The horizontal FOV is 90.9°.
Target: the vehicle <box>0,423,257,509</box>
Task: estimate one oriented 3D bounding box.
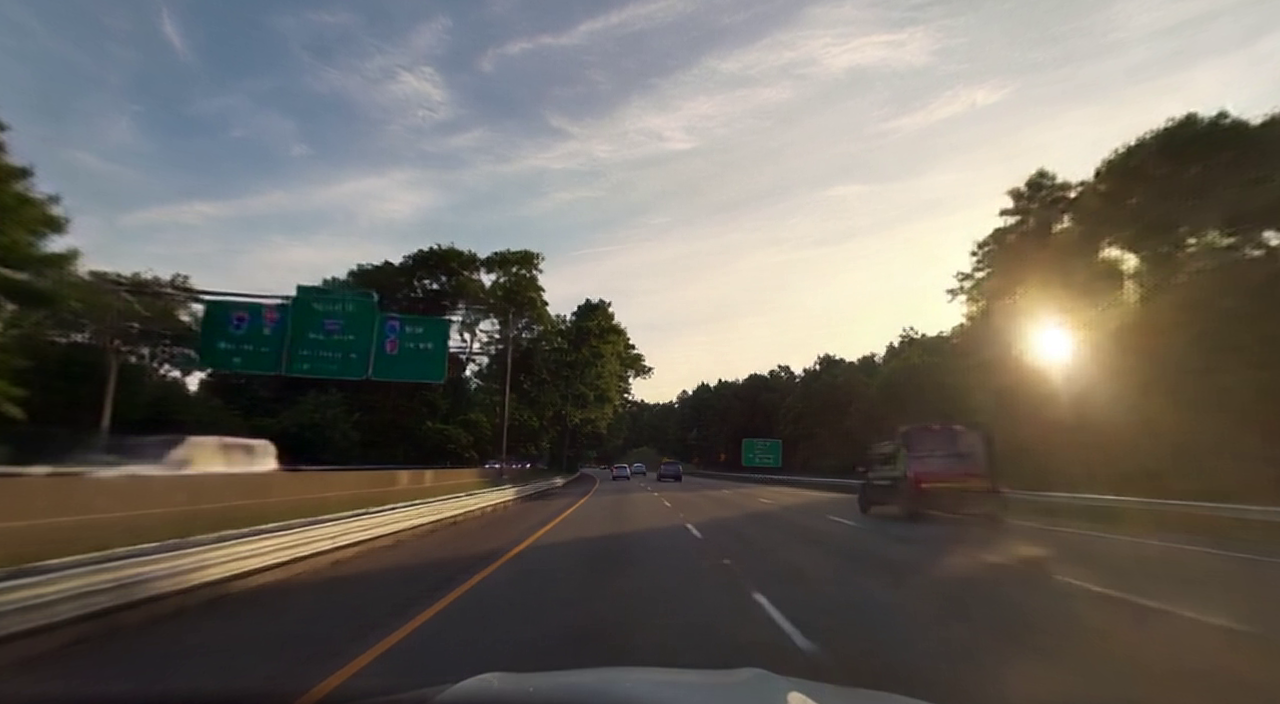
[{"bbox_3d":[-10.647,2.453,13.558,1.965,1.501,4.441,1,-10,0],"label":"vehicle"}]

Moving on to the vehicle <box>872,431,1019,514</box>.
[{"bbox_3d":[11.551,4.674,24.575,2.398,2.721,6.295,1,-11,-1],"label":"vehicle"}]
